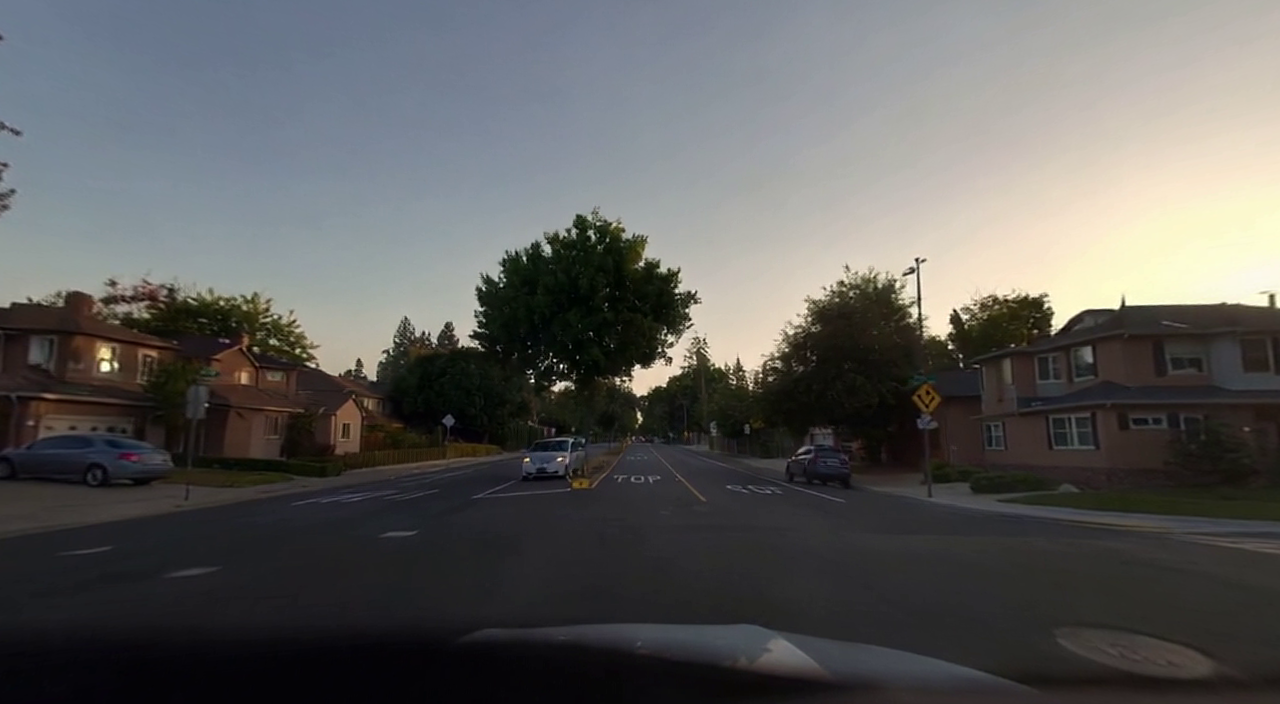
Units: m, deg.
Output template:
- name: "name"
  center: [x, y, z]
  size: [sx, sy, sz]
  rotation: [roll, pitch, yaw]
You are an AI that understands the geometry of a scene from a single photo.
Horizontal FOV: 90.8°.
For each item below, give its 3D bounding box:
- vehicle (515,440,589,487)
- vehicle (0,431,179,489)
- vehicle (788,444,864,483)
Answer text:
- name: "vehicle"
  center: [-2.967, 3.858, 22.140]
  size: [2.014, 1.499, 3.999]
  rotation: [0, -9, 0]
- name: "vehicle"
  center: [-17.901, 3.420, 20.168]
  size: [4.743, 1.734, 1.994]
  rotation: [0, -9, -1]
- name: "vehicle"
  center: [8.055, 4.857, 27.822]
  size: [2.029, 1.554, 4.705]
  rotation: [0, -9, 2]
